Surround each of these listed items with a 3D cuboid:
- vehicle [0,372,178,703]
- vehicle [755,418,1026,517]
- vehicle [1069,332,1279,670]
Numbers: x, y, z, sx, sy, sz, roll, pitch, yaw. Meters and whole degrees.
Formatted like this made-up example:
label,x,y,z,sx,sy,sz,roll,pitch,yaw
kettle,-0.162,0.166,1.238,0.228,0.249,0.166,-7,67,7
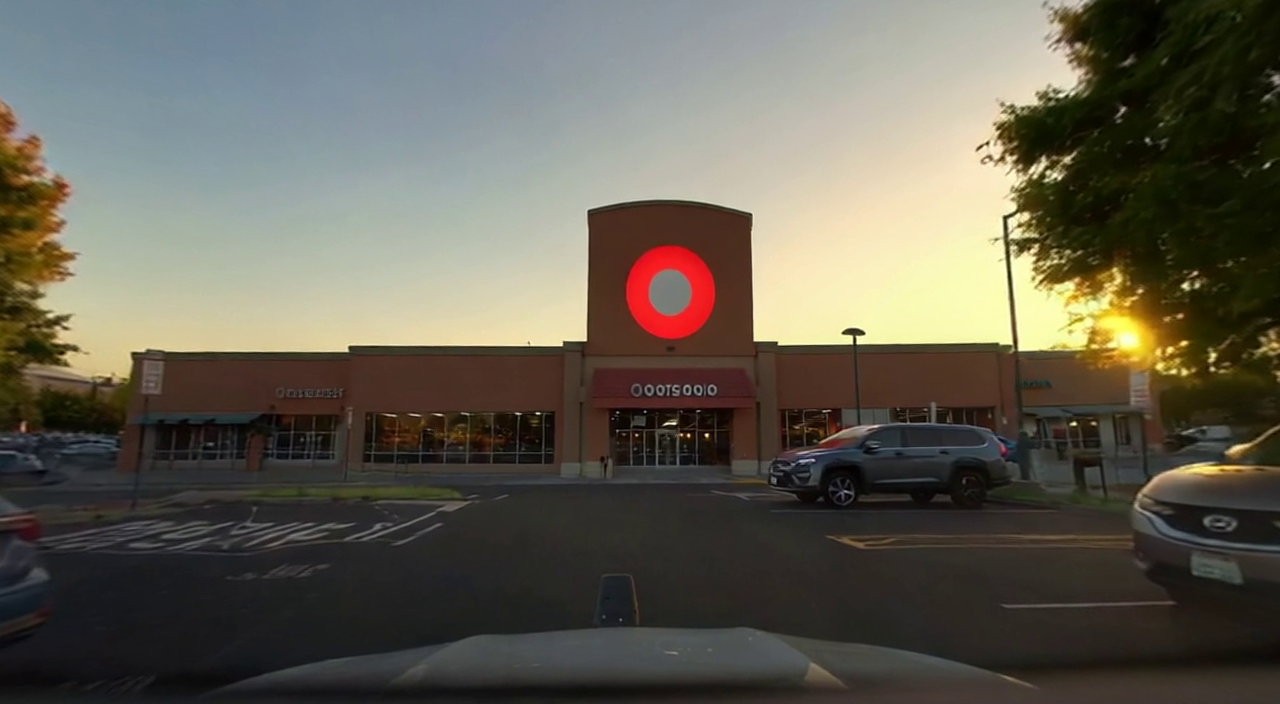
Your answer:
label,x,y,z,sx,sy,sz,roll,pitch,yaw
vehicle,-4.981,0.877,2.766,4.335,1.499,1.856,0,-8,-5
vehicle,5.279,2.474,13.904,4.864,1.916,2.413,1,-8,-5
vehicle,6.453,0.969,4.200,5.517,1.946,2.410,1,-9,-4
